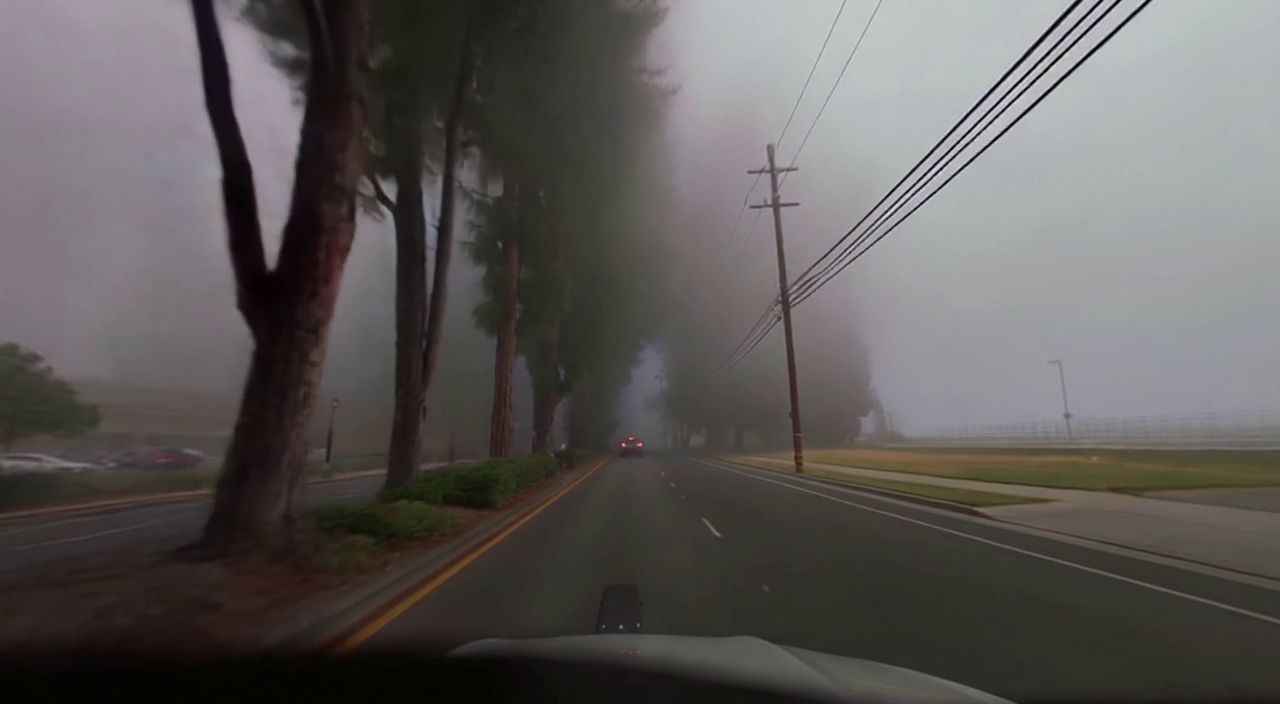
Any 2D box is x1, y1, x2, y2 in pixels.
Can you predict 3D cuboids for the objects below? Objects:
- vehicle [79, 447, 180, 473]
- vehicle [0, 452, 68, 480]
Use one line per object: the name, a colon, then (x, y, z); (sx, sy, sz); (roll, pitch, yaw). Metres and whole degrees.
vehicle: (-34.131, 7.213, 42.354); (4.662, 1.660, 2.312); (0, -8, -2)
vehicle: (-34.306, 6.220, 34.610); (4.052, 1.467, 1.937); (0, -9, 1)
